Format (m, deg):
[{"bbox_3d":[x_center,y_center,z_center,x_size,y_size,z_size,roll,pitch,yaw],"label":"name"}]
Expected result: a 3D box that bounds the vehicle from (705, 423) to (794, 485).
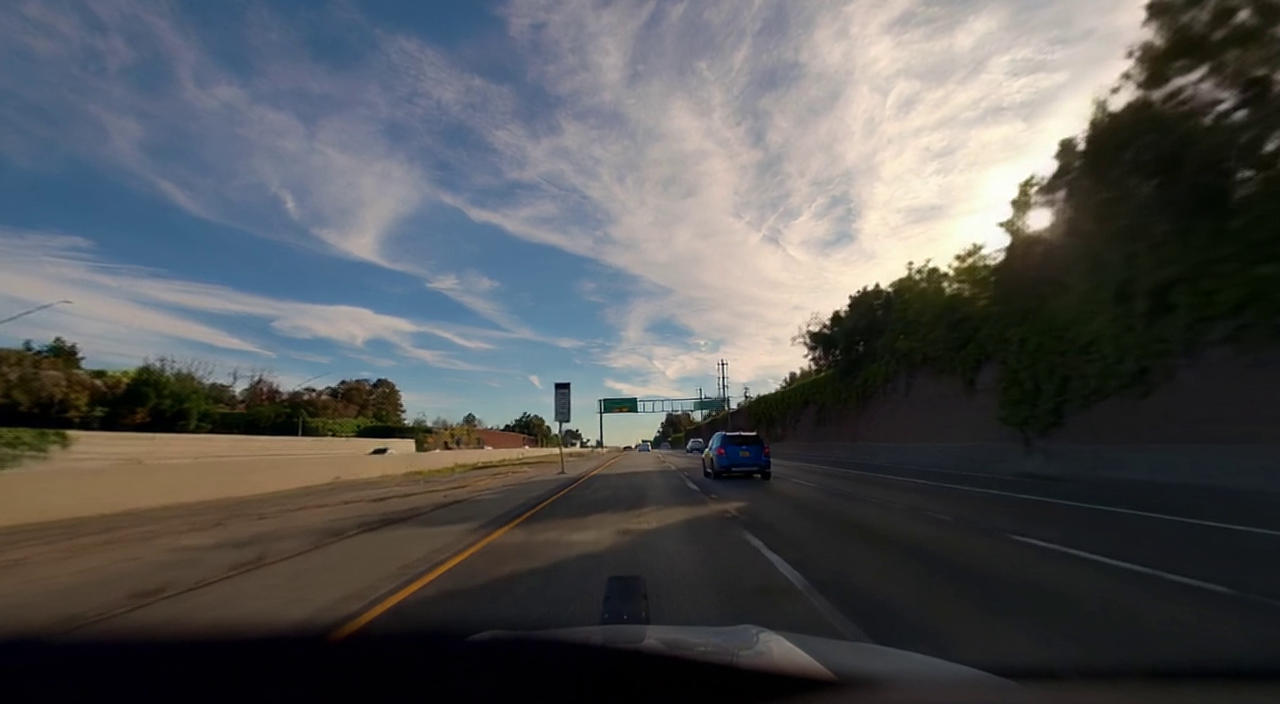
[{"bbox_3d":[3.469,3.330,20.886,2.120,1.832,4.287,0,-8,-1],"label":"vehicle"}]
